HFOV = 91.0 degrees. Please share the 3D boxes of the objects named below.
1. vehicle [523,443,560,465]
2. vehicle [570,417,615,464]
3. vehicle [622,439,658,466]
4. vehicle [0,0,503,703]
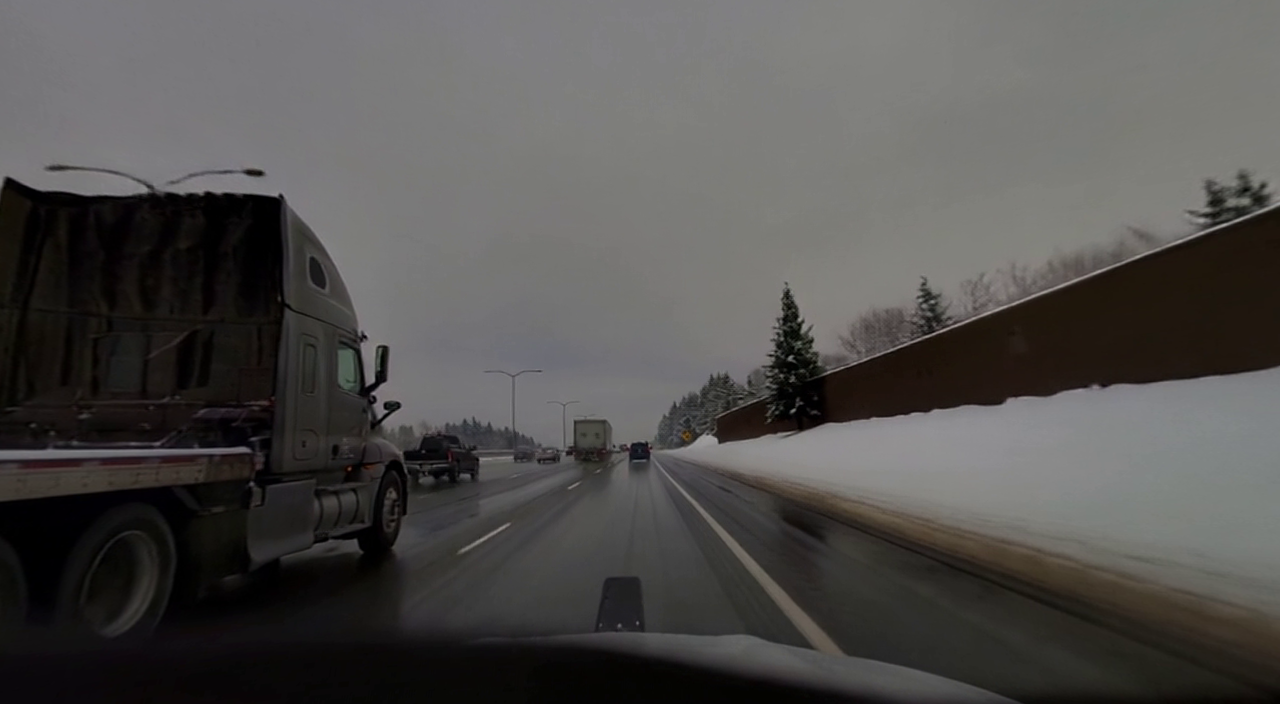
[{"bbox_3d":[-7.161,7.462,46.166,1.962,1.489,4.002,0,-8,1],"label":"vehicle"},{"bbox_3d":[-3.588,7.061,49.876,2.956,3.331,9.575,0,-8,-1],"label":"vehicle"},{"bbox_3d":[0.003,6.346,39.932,2.178,1.640,4.071,0,-8,0],"label":"vehicle"},{"bbox_3d":[-3.785,0.524,5.422,3.025,3.266,9.256,0,-8,1],"label":"vehicle"}]
